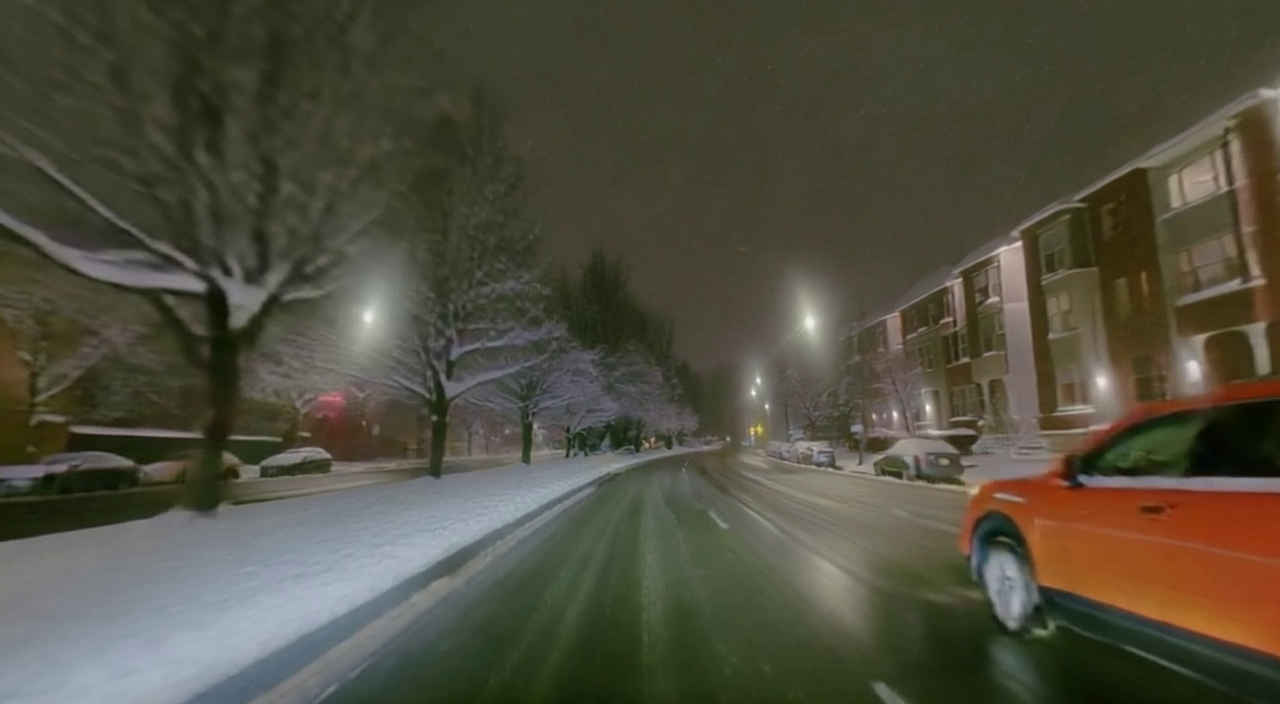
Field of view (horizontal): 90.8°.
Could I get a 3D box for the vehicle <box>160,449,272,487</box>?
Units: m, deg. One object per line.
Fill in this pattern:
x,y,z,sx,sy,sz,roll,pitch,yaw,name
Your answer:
-18.594,5.073,28.014,1.829,1.452,4.562,-2,-9,0,vehicle

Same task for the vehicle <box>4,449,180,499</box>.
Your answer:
-18.775,4.156,22.027,1.823,1.455,4.680,-3,-9,3,vehicle

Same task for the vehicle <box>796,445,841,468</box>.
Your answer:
12.069,7.107,43.021,1.893,1.469,4.615,0,-9,2,vehicle

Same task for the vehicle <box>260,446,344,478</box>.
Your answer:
-18.086,5.944,34.063,1.908,1.500,4.470,-3,-10,3,vehicle

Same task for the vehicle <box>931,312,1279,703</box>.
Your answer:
3.567,0.830,2.886,2.215,1.812,4.569,0,-9,-1,vehicle
